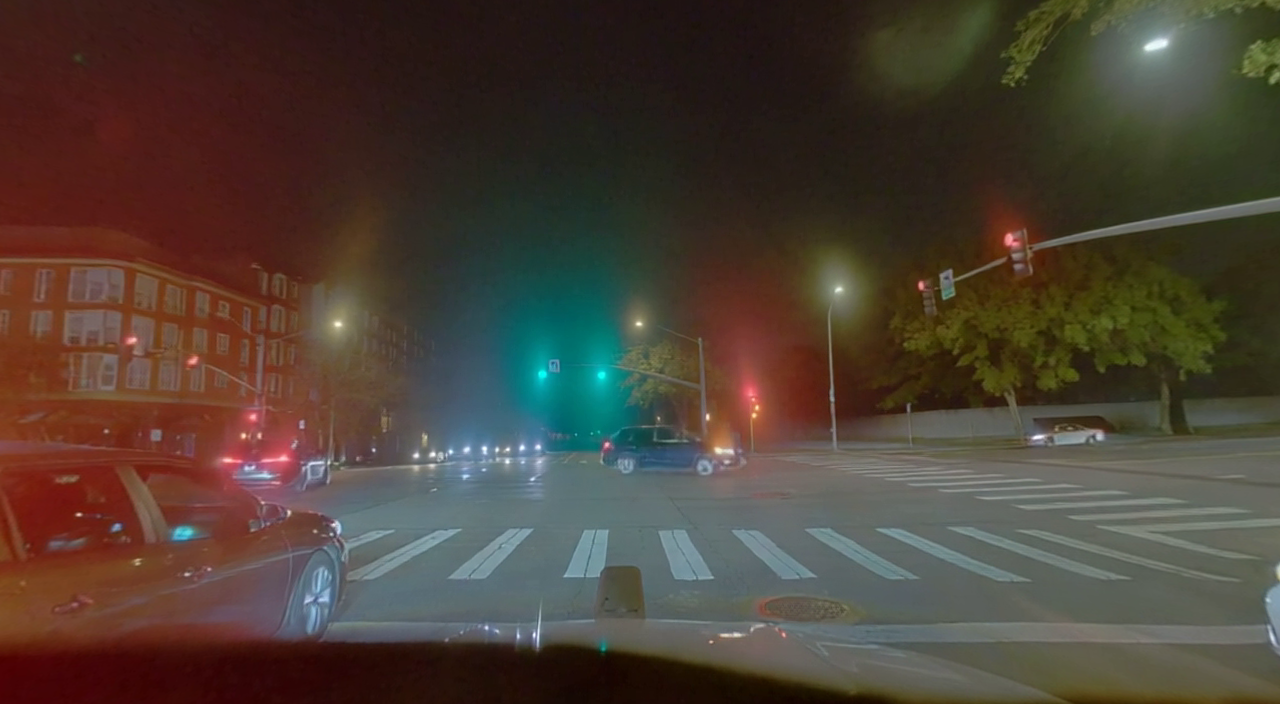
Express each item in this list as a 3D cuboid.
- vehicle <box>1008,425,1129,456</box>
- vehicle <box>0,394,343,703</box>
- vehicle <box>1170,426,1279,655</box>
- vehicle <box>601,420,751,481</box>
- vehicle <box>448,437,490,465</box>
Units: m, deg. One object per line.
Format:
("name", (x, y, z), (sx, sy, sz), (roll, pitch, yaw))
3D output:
("vehicle", (21.541, 4.459, 31.873), (4.660, 1.495, 2.007), (0, -8, -3))
("vehicle", (-3.074, 0.898, 2.152), (1.919, 1.478, 4.720), (0, -8, -1))
("vehicle", (4.934, 0.985, 2.534), (1.949, 1.449, 4.530), (-1, -8, 5))
("vehicle", (1.173, 3.373, 21.852), (4.778, 1.871, 2.109), (-7, -10, 37))
("vehicle", (-12.828, 7.416, 47.534), (2.051, 1.715, 4.346), (-3, -6, -2))
